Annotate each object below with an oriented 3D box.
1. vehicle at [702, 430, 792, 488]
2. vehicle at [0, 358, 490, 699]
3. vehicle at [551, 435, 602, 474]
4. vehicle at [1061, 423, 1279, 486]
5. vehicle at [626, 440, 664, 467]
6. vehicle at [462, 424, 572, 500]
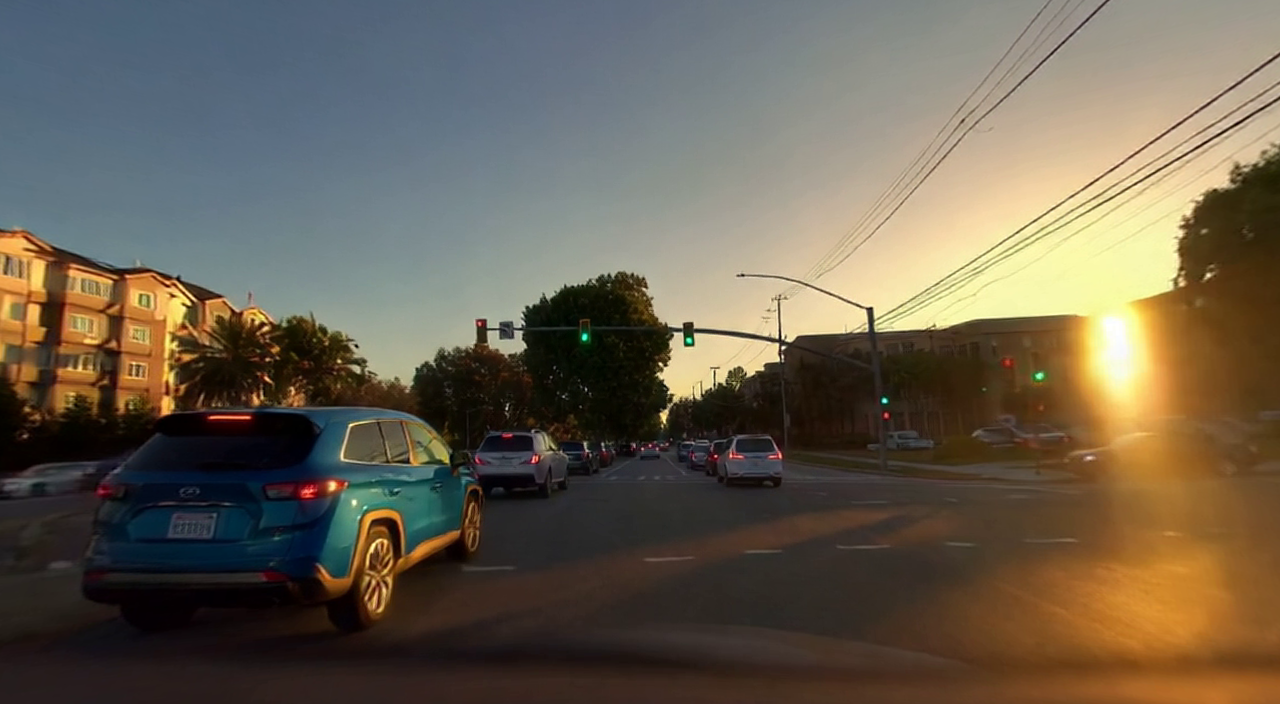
[{"bbox_3d":[3.492,3.584,21.479,2.201,1.734,4.564,0,-8,-1],"label":"vehicle"},{"bbox_3d":[-2.960,1.229,5.489,2.127,1.754,4.287,-1,-8,2],"label":"vehicle"},{"bbox_3d":[-2.938,4.846,29.955,1.900,1.677,4.128,-1,-8,1],"label":"vehicle"},{"bbox_3d":[14.323,2.789,17.234,4.119,1.574,2.028,-2,-9,13],"label":"vehicle"},{"bbox_3d":[0.306,6.167,38.530,2.185,1.515,4.215,0,-8,1],"label":"vehicle"},{"bbox_3d":[-3.116,2.889,16.941,1.958,1.744,4.315,-1,-8,1],"label":"vehicle"}]
